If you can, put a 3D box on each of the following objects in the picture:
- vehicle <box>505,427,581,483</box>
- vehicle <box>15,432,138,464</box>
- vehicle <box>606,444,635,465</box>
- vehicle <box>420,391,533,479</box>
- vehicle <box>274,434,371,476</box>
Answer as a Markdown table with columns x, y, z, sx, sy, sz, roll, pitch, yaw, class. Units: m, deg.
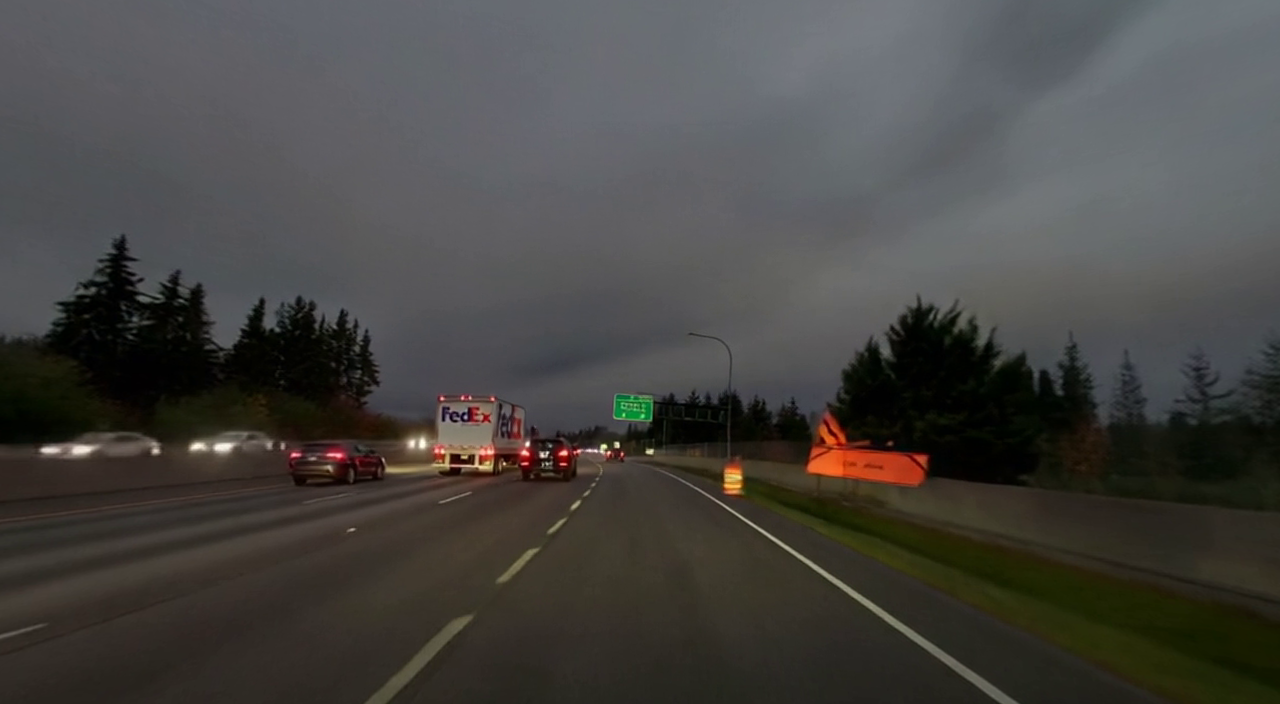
| x | y | z | sx | sy | sz | roll | pitch | yaw | class |
| --- | --- | --- | --- | --- | --- | --- | --- | --- | --- |
| -3.496 | 3.844 | 23.732 | 2.170 | 1.886 | 4.628 | 0 | -9 | -1 | vehicle |
| -27.447 | 4.708 | 31.020 | 1.791 | 1.469 | 4.668 | 0 | -9 | -2 | vehicle |
| -1.458 | 7.534 | 46.590 | 2.043 | 1.489 | 3.839 | 1 | -9 | -3 | vehicle |
| -6.815 | 3.737 | 27.933 | 2.870 | 3.266 | 8.589 | 0 | -9 | -1 | vehicle |
| -13.614 | 4.431 | 27.424 | 2.018 | 1.668 | 4.409 | 0 | -9 | -2 | vehicle |
